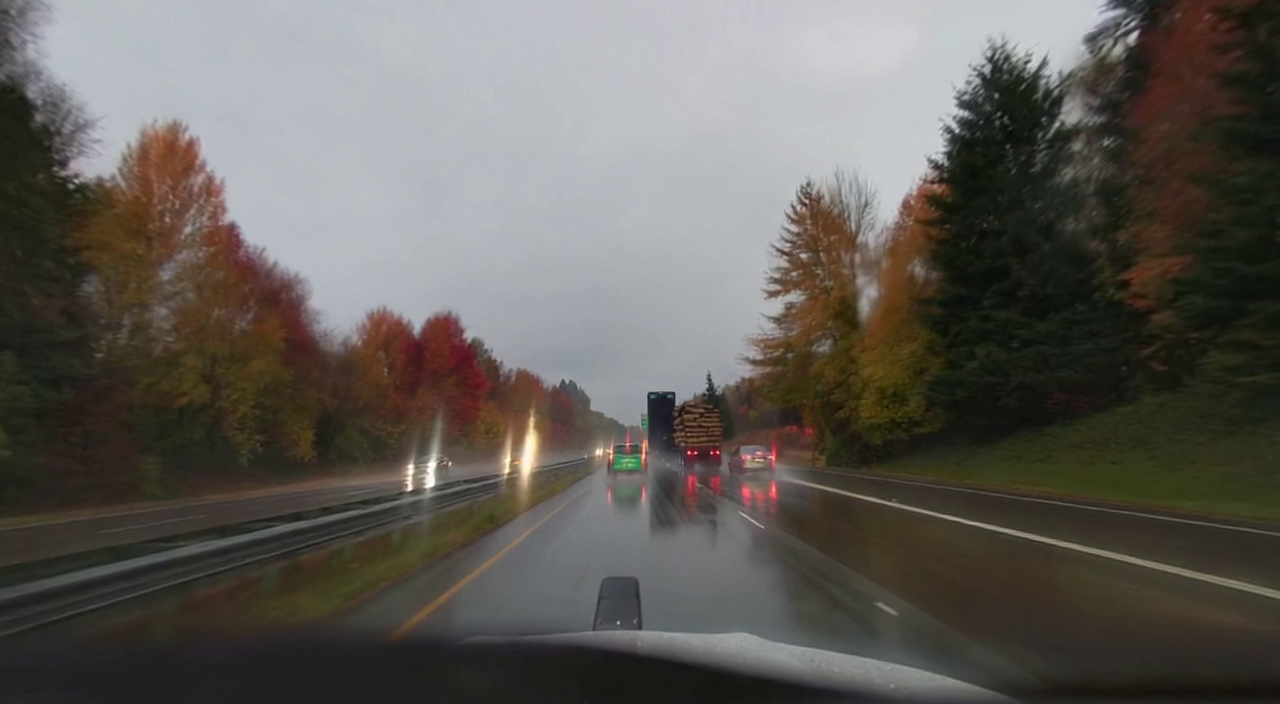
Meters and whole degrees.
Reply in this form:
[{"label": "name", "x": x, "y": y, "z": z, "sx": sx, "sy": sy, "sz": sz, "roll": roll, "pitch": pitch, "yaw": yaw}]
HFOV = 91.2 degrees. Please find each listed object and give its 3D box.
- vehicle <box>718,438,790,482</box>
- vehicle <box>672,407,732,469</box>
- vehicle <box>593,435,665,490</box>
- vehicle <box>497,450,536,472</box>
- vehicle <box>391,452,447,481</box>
[{"label": "vehicle", "x": 4.612, "y": 4.445, "z": 26.050, "sx": 2.057, "sy": 1.660, "sz": 4.525, "roll": 0, "pitch": -9, "yaw": -1}, {"label": "vehicle", "x": 4.224, "y": 6.166, "z": 44.603, "sx": 3.125, "sy": 3.895, "sz": 8.461, "roll": 0, "pitch": -9, "yaw": -2}, {"label": "vehicle", "x": -0.387, "y": 3.795, "z": 21.869, "sx": 2.263, "sy": 1.699, "sz": 3.936, "roll": 0, "pitch": -9, "yaw": -1}, {"label": "vehicle", "x": -9.143, "y": 8.089, "z": 46.784, "sx": 1.999, "sy": 1.498, "sz": 4.105, "roll": -1, "pitch": -9, "yaw": 1}, {"label": "vehicle", "x": -13.718, "y": 7.098, "z": 39.108, "sx": 1.965, "sy": 1.625, "sz": 4.309, "roll": 0, "pitch": -9, "yaw": -1}]
